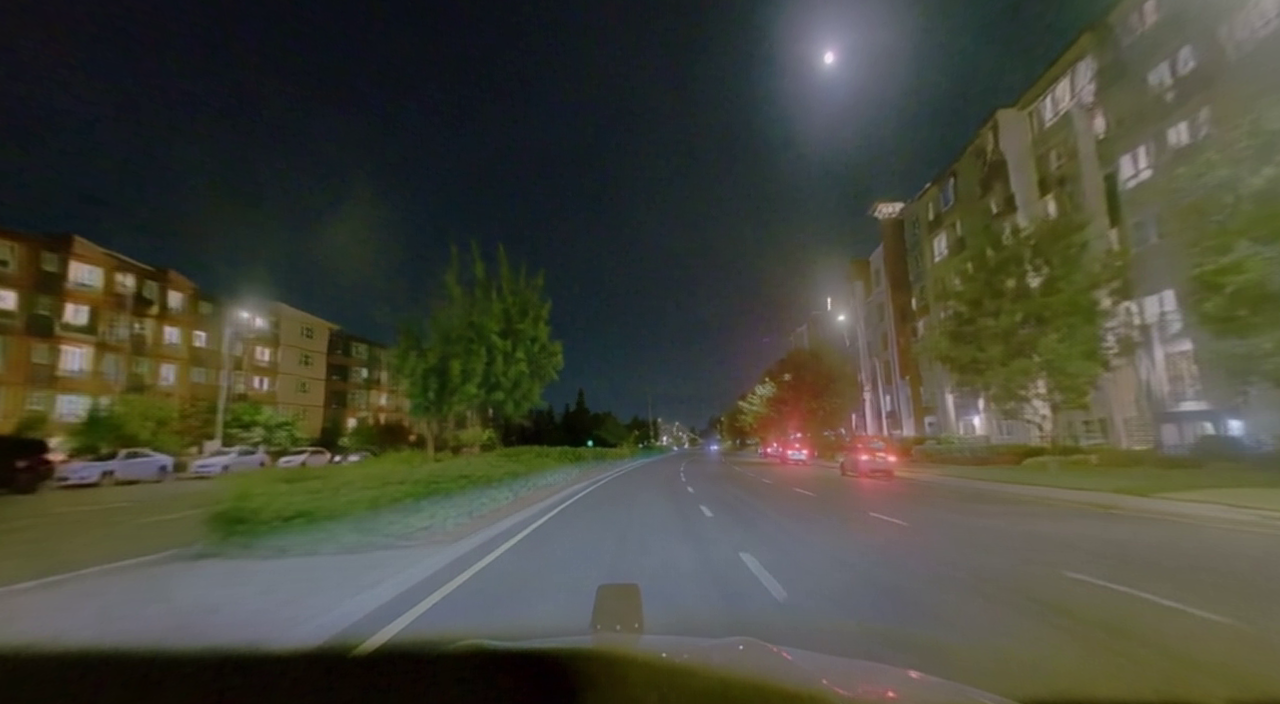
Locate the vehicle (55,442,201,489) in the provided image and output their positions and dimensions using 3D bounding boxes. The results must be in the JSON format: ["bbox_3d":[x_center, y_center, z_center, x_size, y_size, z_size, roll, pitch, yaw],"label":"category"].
[{"bbox_3d":[-18.857,4.209,23.583,1.854,1.490,4.331,-2,-9,0],"label":"vehicle"}]

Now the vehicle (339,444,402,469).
[{"bbox_3d":[-17.684,6.949,41.674,2.003,1.505,4.332,-3,-11,4],"label":"vehicle"}]

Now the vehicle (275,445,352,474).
[{"bbox_3d":[-18.253,6.088,35.585,1.795,1.445,4.629,-3,-11,1],"label":"vehicle"}]

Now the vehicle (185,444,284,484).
[{"bbox_3d":[-18.674,5.153,29.367,1.686,1.671,4.477,0,-8,-1],"label":"vehicle"}]

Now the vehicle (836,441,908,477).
[{"bbox_3d":[11.114,5.152,30.601,1.992,1.615,4.460,-1,-9,3],"label":"vehicle"}]
